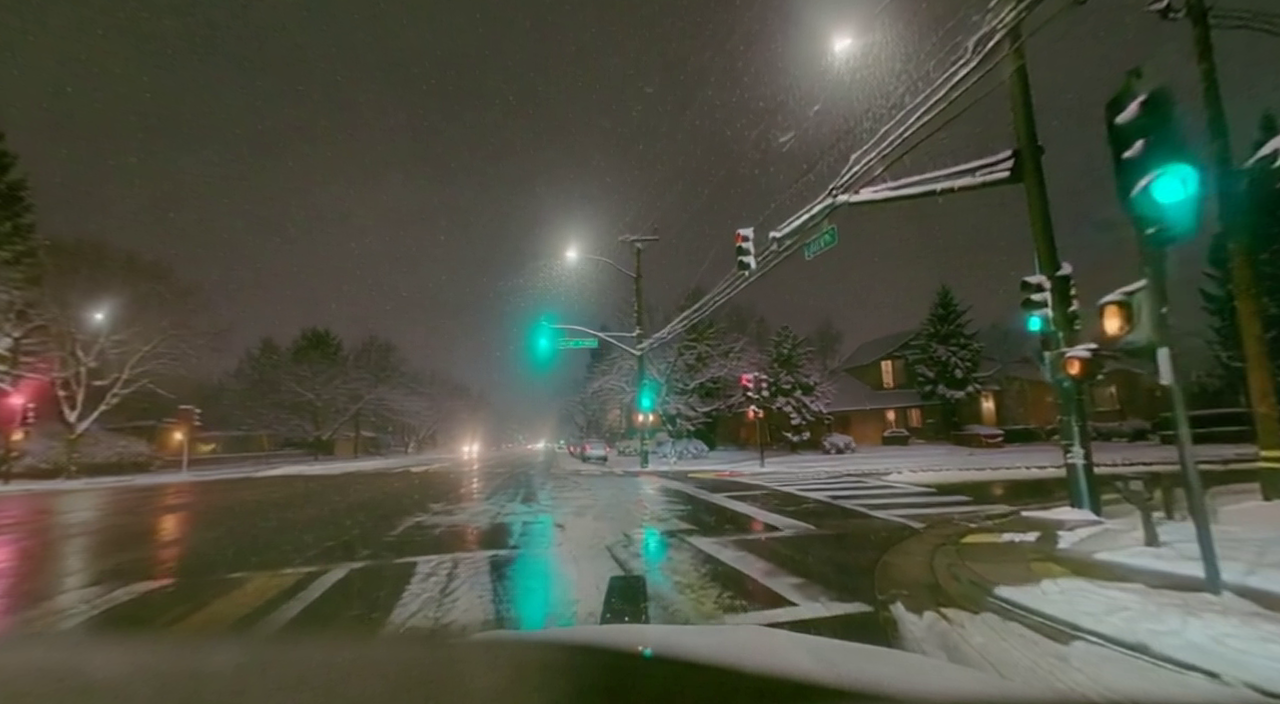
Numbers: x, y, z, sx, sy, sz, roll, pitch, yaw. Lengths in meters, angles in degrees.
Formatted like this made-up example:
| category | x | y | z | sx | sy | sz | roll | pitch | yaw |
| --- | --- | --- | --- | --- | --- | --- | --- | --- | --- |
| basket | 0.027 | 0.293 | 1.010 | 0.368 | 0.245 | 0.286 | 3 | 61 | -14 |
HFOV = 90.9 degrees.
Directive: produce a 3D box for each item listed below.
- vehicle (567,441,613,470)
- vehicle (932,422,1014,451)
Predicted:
| category | x | y | z | sx | sy | sz | roll | pitch | yaw |
| --- | --- | --- | --- | --- | --- | --- | --- | --- | --- |
| vehicle | -2.875 | 5.777 | 35.267 | 2.149 | 1.507 | 4.160 | 1 | -9 | -10 |
| vehicle | 20.409 | 5.279 | 38.865 | 2.028 | 1.595 | 4.554 | 1 | -10 | -9 |
